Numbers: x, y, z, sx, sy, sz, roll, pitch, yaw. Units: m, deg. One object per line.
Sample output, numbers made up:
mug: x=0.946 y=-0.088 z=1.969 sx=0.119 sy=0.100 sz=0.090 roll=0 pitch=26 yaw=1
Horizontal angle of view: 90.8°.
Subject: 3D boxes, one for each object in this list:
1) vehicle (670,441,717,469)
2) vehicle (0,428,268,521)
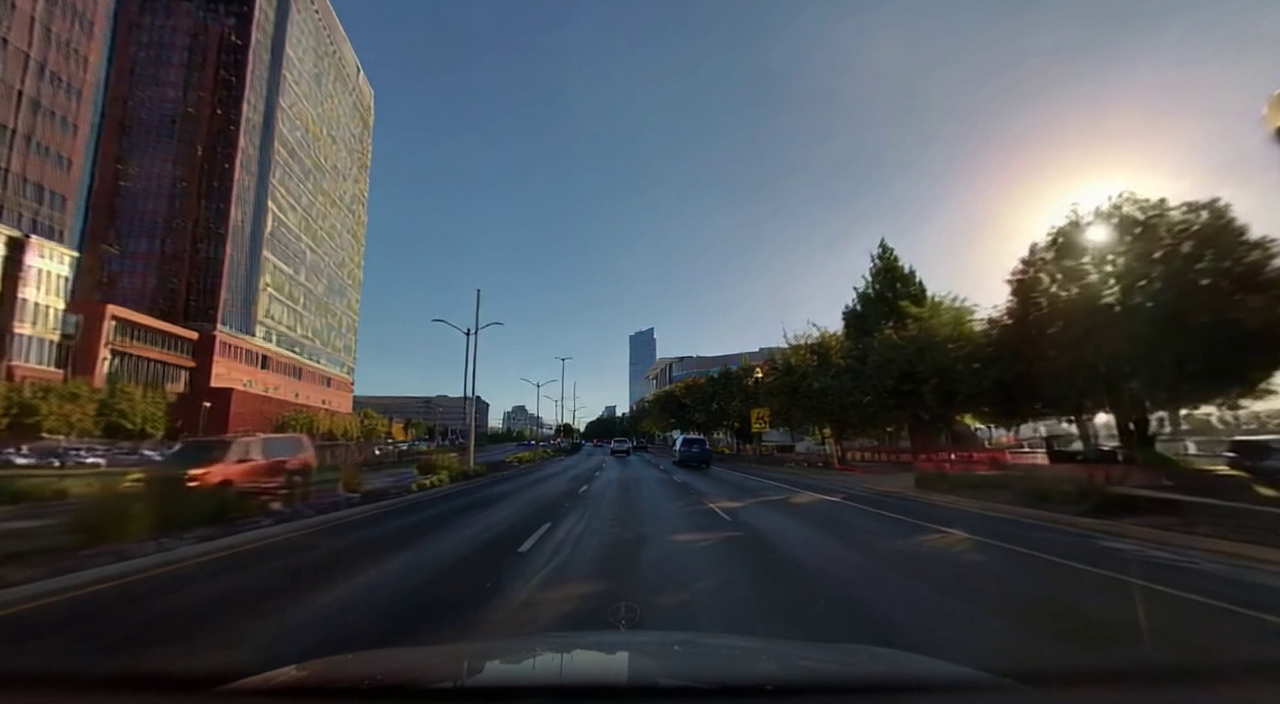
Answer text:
vehicle: x=2.950 y=5.795 z=35.734 sx=2.090 sy=1.506 sz=4.382 roll=0 pitch=-8 yaw=-2
vehicle: x=-9.665 y=2.336 z=12.581 sx=1.874 sy=1.520 sz=4.215 roll=0 pitch=-8 yaw=1
